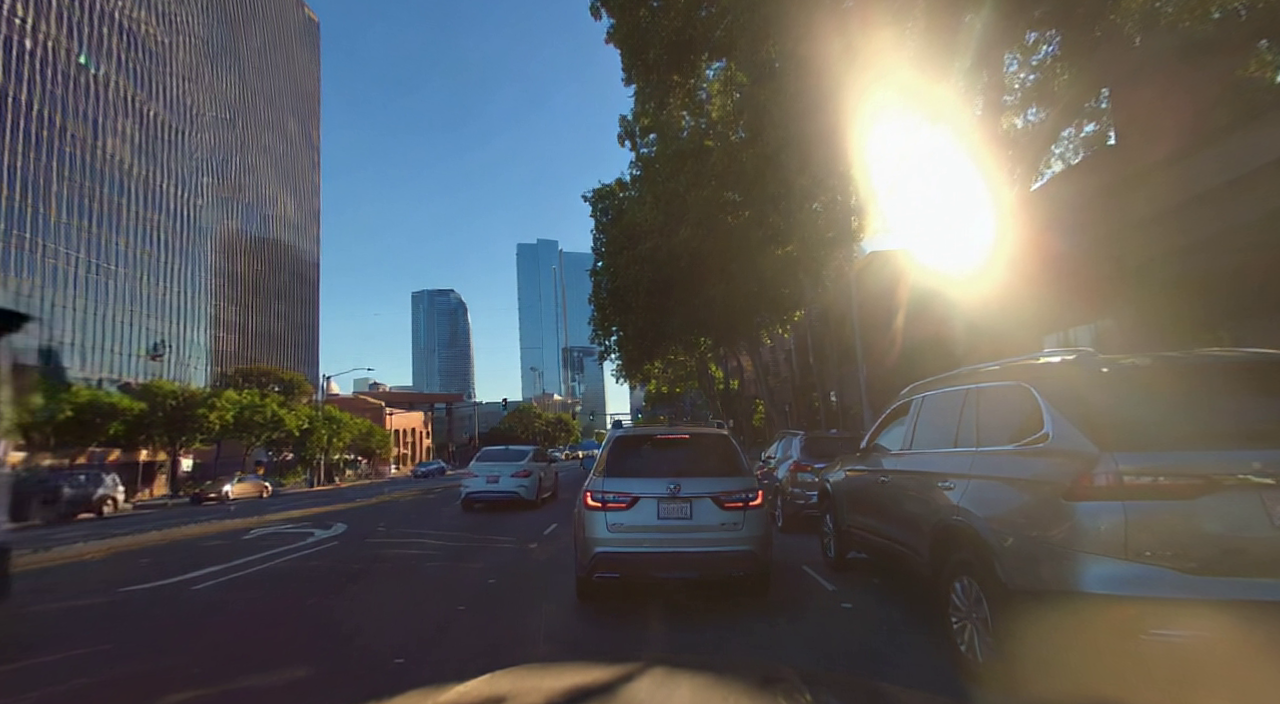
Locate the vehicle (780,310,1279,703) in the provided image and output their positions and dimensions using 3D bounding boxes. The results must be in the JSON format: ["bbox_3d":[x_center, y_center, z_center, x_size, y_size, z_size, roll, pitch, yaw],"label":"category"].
[{"bbox_3d":[2.750,1.100,4.953,2.117,1.855,4.794,0,-9,-1],"label":"vehicle"}]

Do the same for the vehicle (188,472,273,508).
[{"bbox_3d":[-22.627,7.591,35.032,1.854,1.419,4.318,-7,-8,0],"label":"vehicle"}]

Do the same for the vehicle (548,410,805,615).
[{"bbox_3d":[0.232,1.547,6.878,2.045,1.608,3.573,0,-9,-2],"label":"vehicle"}]

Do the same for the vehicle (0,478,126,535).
[{"bbox_3d":[-22.635,5.770,24.056,1.975,1.698,4.715,0,-9,2],"label":"vehicle"}]

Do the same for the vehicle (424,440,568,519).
[{"bbox_3d":[-3.012,2.789,14.420,2.088,1.483,4.708,0,-9,1],"label":"vehicle"}]
